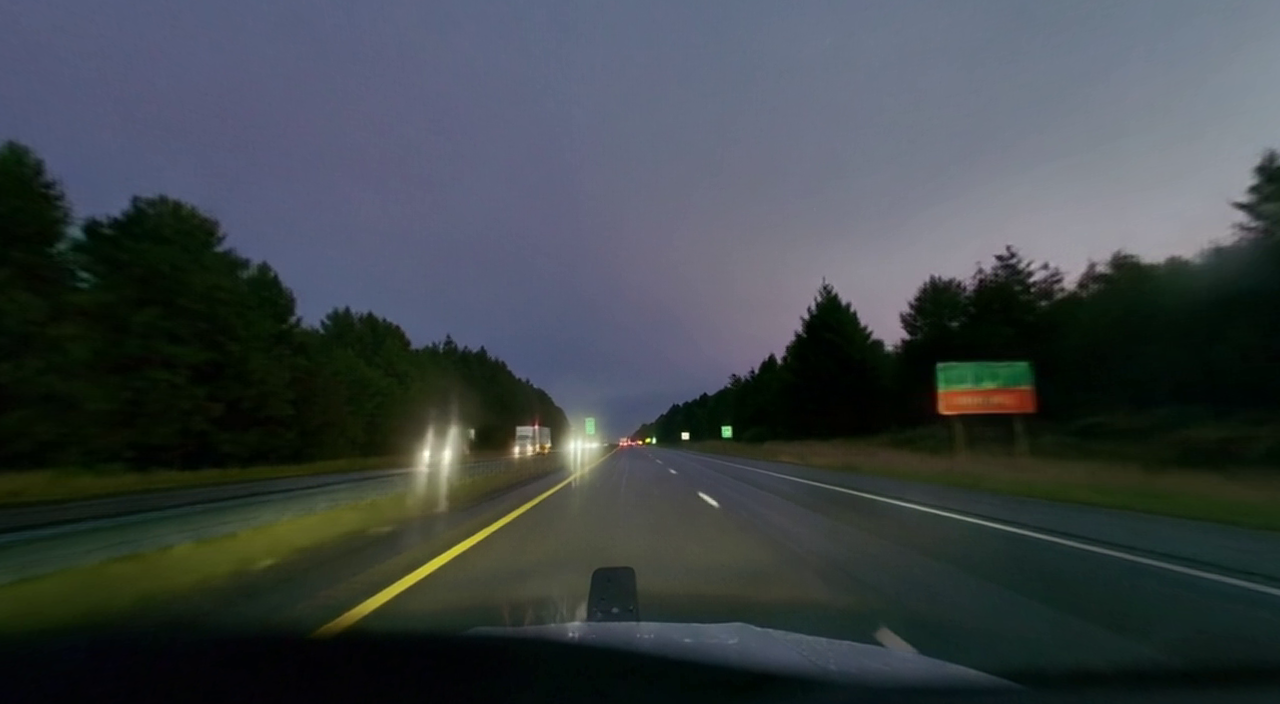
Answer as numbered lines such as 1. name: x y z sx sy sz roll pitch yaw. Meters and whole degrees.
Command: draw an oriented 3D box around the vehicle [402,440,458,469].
1. vehicle: -13.085 6.398 39.497 1.966 1.729 4.312 -1 -8 0
